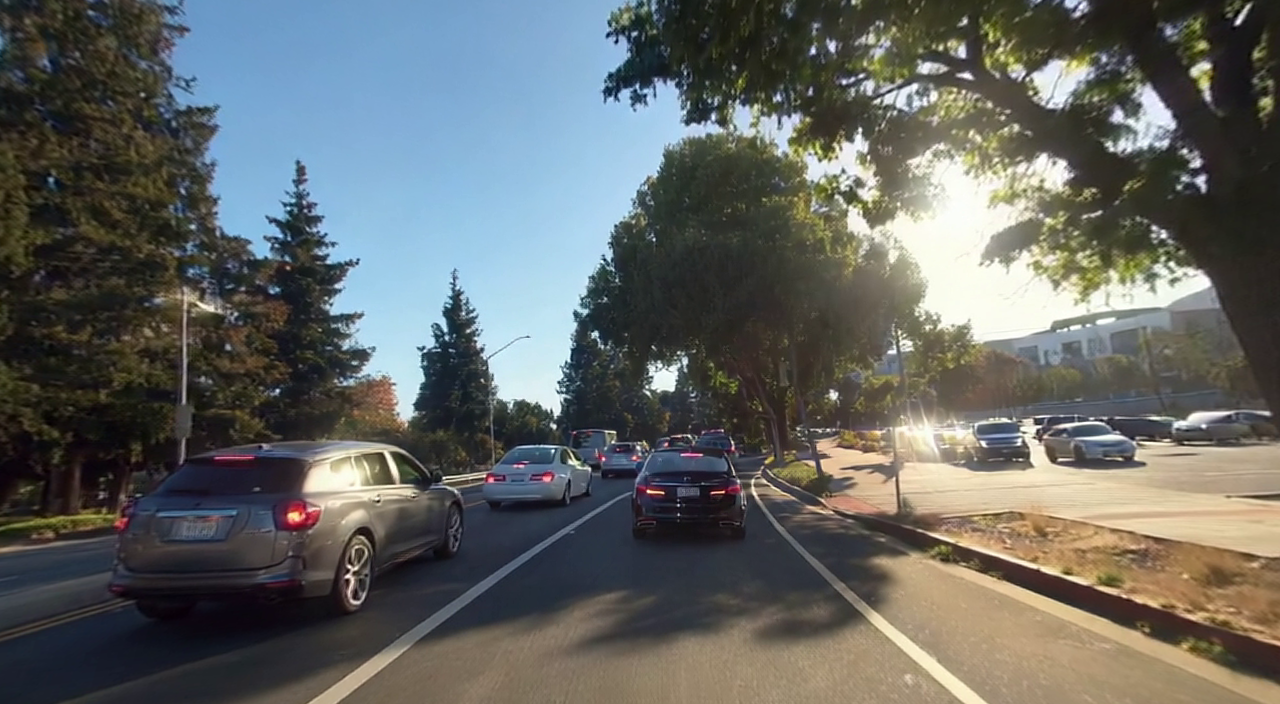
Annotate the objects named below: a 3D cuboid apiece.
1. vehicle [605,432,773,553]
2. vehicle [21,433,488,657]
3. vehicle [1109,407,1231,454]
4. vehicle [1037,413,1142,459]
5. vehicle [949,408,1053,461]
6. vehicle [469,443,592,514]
[{"bbox_3d":[0.752,2.113,10.174,2.142,1.528,4.133,-1,-9,4],"label":"vehicle"},{"bbox_3d":[-3.201,1.650,6.519,1.940,1.502,4.241,-1,-9,4],"label":"vehicle"},{"bbox_3d":[20.551,3.094,24.643,1.902,1.529,3.937,-7,-9,13],"label":"vehicle"},{"bbox_3d":[17.930,3.396,25.358,1.803,1.518,3.893,-7,-9,10],"label":"vehicle"},{"bbox_3d":[14.551,3.417,25.735,2.288,1.933,4.612,-2,-9,12],"label":"vehicle"},{"bbox_3d":[-2.501,3.006,15.520,1.870,1.490,4.187,-1,-9,6],"label":"vehicle"}]
